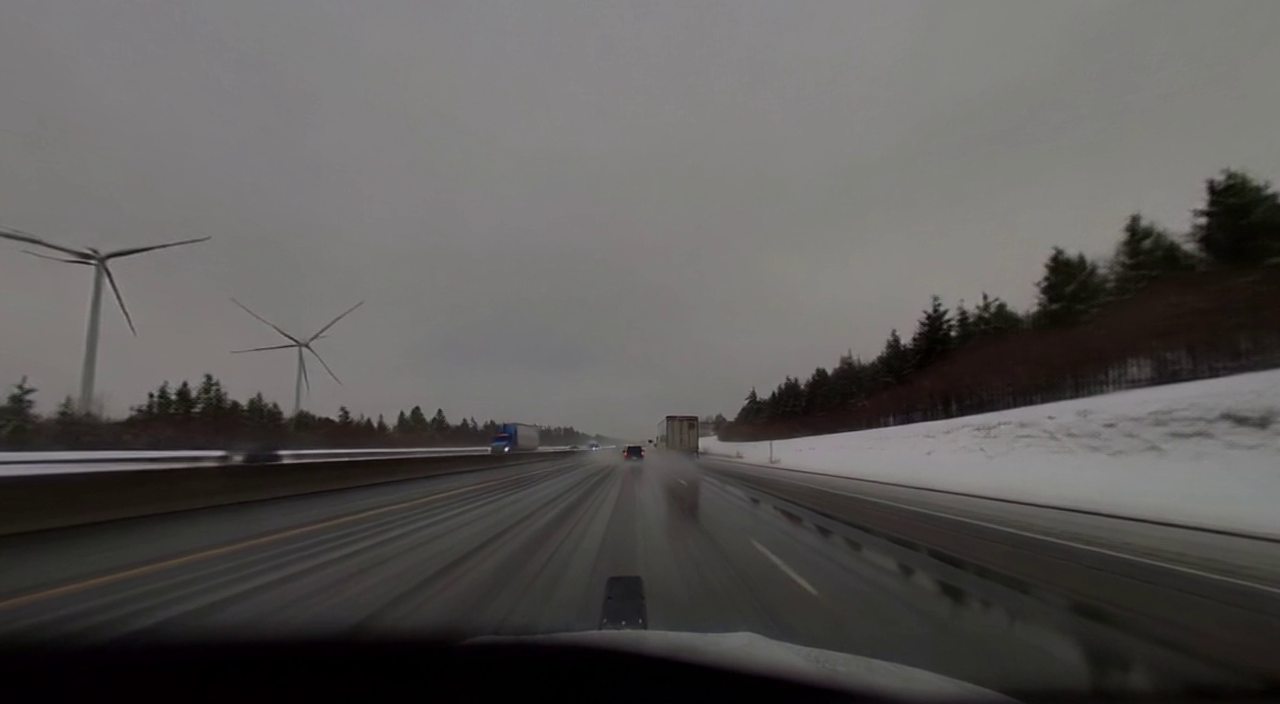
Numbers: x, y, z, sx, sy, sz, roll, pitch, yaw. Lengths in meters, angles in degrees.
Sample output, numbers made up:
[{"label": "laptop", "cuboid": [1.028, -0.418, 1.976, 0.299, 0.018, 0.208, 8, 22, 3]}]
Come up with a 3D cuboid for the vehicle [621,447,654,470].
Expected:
[{"label": "vehicle", "cuboid": [-0.190, 7.265, 43.150, 2.209, 1.453, 3.695, 0, -9, -1]}]
